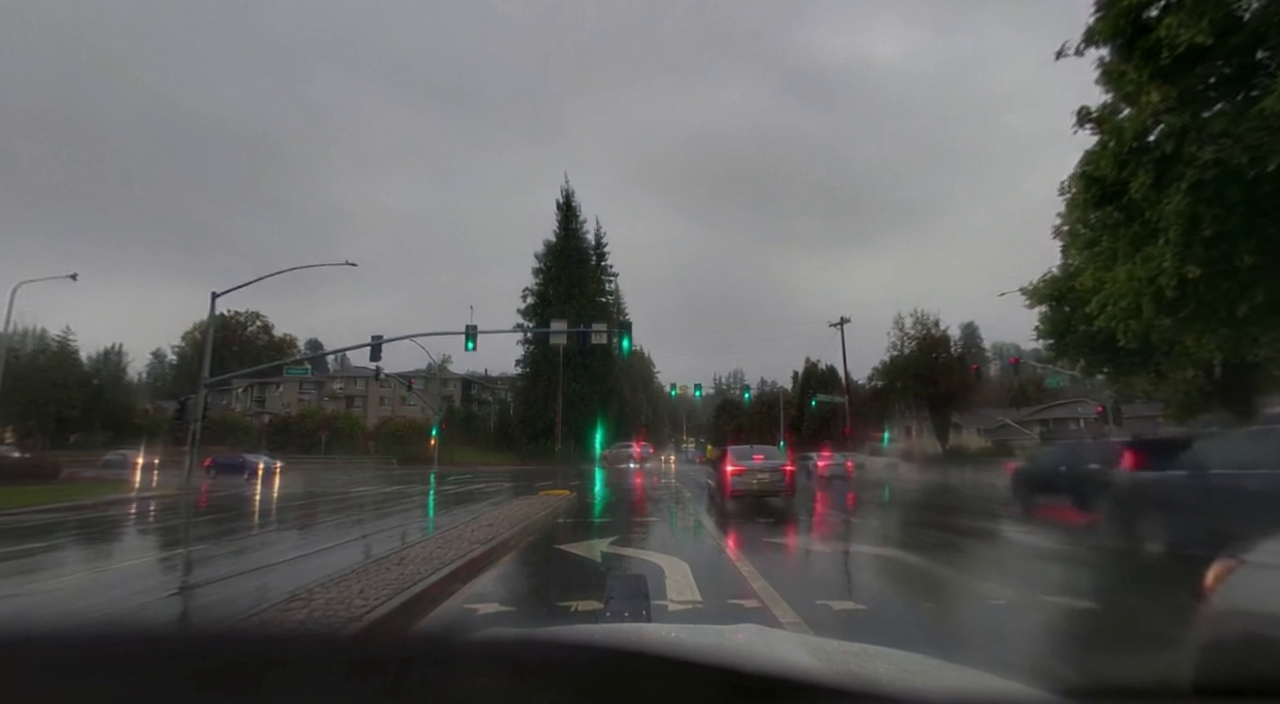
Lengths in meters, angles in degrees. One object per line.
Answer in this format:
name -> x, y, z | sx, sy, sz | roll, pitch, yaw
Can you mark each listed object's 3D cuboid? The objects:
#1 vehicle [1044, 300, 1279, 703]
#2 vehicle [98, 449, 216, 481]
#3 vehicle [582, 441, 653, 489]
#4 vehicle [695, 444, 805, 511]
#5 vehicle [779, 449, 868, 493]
vehicle -> 2.855, 0.524, 0.410 | 2.115, 1.737, 4.642 | 0, -9, 1
vehicle -> -26.307, 6.138, 34.447 | 4.724, 1.630, 1.968 | 0, -9, -2
vehicle -> -0.985, 4.407, 24.942 | 2.099, 1.705, 4.020 | 2, -9, -12
vehicle -> 2.662, 3.164, 16.437 | 2.009, 1.480, 4.423 | 0, -9, -1
vehicle -> 6.570, 4.289, 23.127 | 1.900, 1.440, 4.466 | 0, -9, 0
